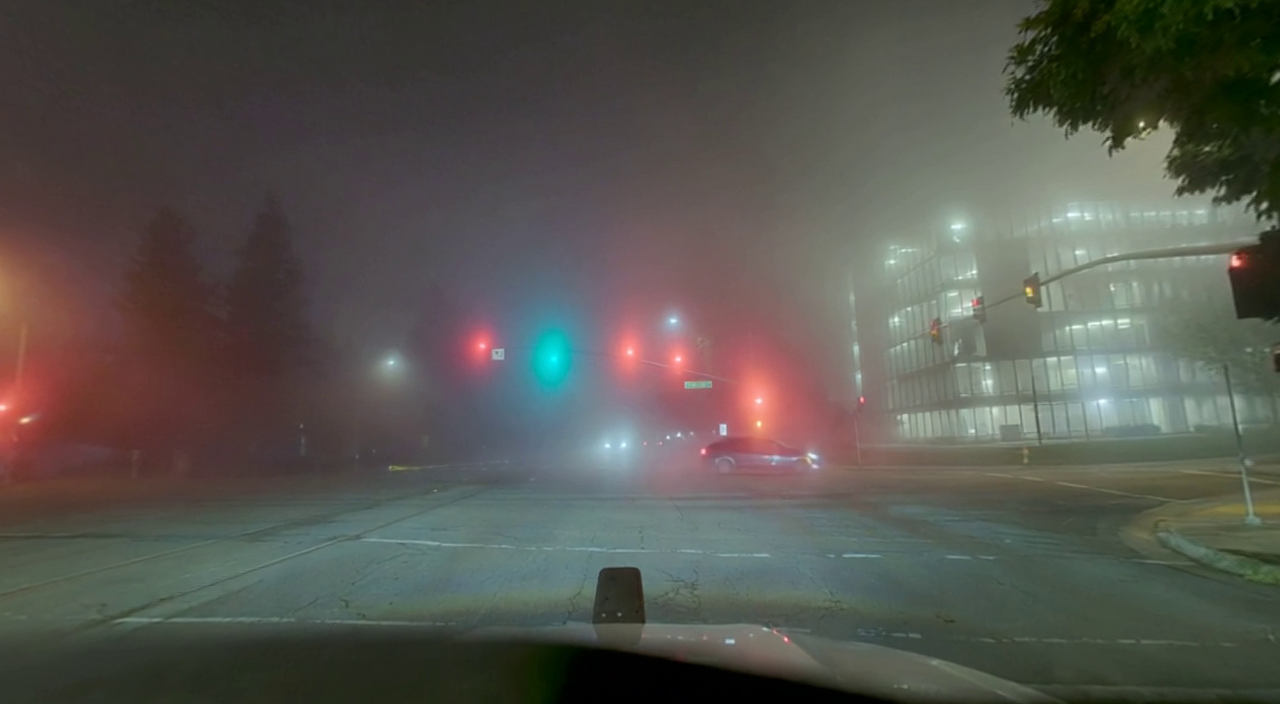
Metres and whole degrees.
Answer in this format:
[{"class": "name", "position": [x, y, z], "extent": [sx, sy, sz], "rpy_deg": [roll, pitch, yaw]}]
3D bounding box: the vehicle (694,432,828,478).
[{"class": "vehicle", "position": [5.156, 4.366, 26.922], "extent": [5.357, 1.814, 2.141], "rpy_deg": [-3, -9, 15]}]
